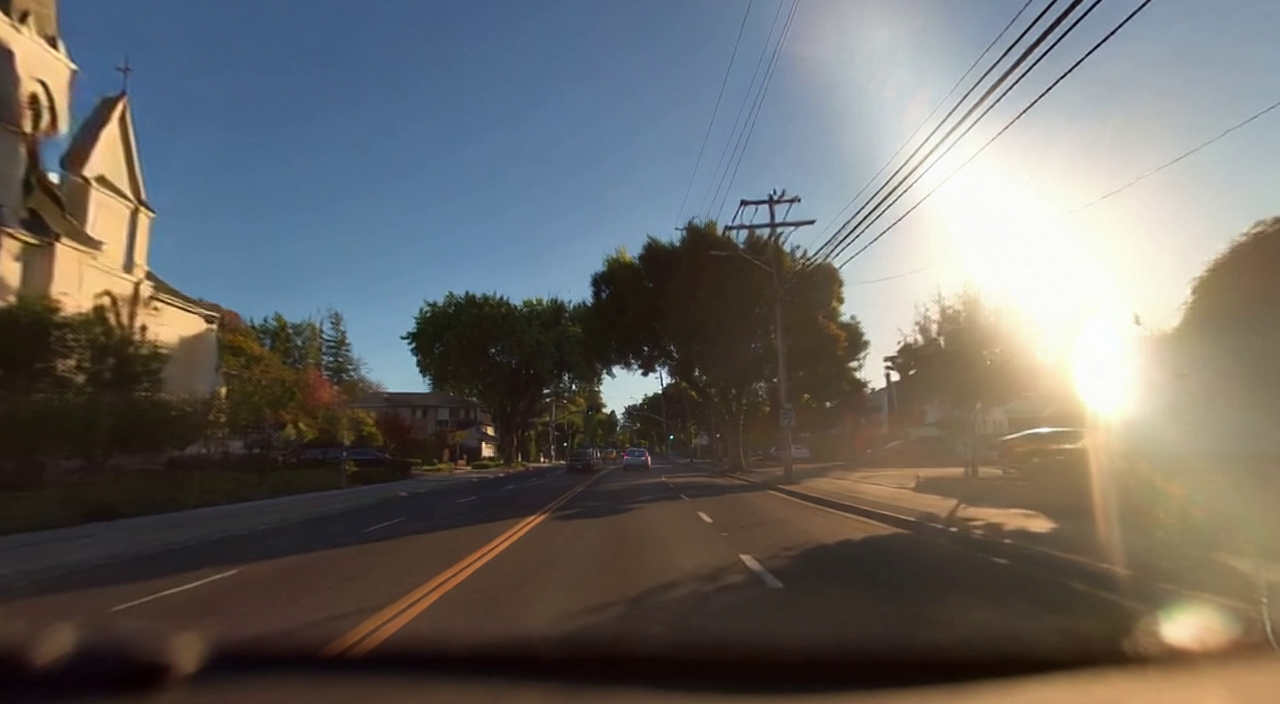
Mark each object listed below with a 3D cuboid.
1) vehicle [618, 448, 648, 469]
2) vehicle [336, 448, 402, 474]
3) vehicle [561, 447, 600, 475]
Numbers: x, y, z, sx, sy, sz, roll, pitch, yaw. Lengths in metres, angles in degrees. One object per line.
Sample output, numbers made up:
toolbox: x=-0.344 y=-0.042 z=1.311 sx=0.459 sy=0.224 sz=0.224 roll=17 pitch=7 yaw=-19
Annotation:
vehicle: x=-0.532 y=7.799 z=46.234 sx=2.093 sy=1.497 sz=4.010 roll=0 pitch=-9 yaw=-1
vehicle: x=-20.090 y=8.031 z=46.628 sx=4.611 sy=1.837 sz=2.140 roll=-5 pitch=-10 yaw=32
vehicle: x=-3.740 y=6.941 z=40.261 sx=2.017 sy=1.634 sz=4.479 roll=-1 pitch=-9 yaw=1
